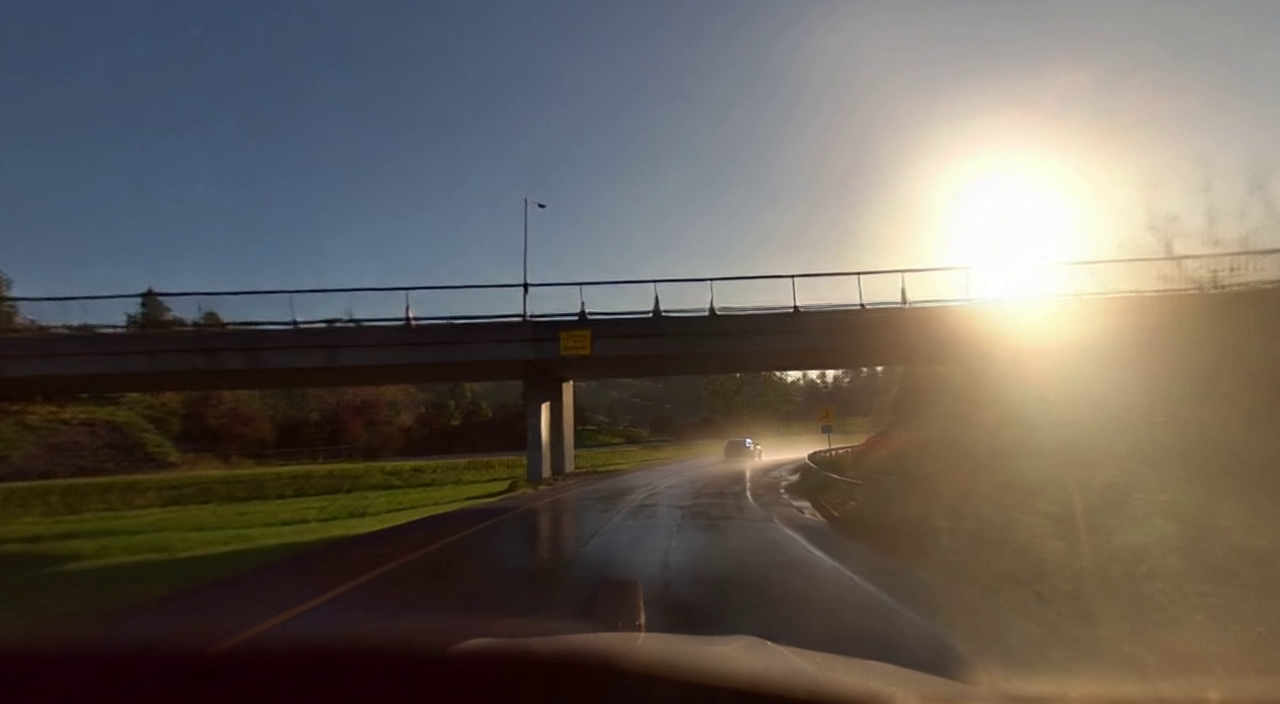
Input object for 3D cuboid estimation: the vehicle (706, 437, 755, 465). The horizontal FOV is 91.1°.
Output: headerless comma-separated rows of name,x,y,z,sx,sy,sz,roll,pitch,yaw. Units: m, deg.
vehicle,5.116,5.532,35.135,1.980,1.449,3.650,-4,-9,20
